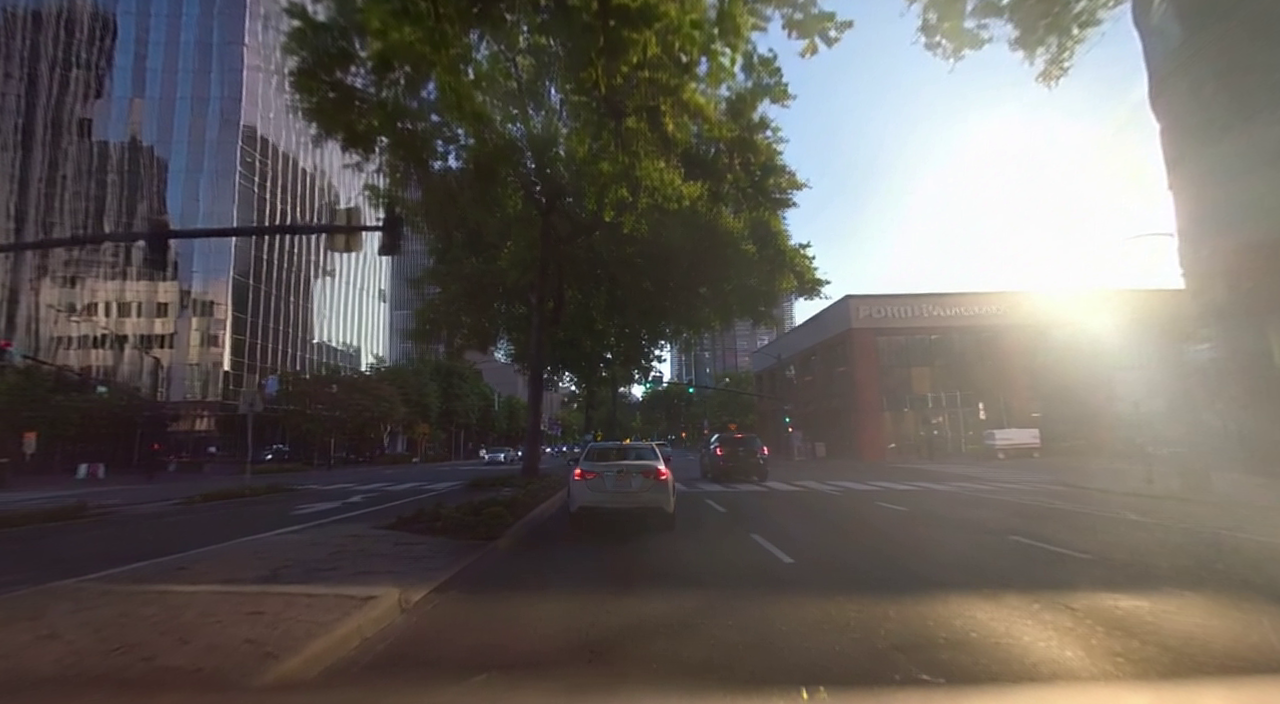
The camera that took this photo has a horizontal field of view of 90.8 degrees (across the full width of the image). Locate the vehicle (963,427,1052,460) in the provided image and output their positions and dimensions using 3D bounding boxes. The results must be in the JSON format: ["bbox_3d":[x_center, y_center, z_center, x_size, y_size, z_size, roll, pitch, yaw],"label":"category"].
[{"bbox_3d":[24.149,6.065,41.634,4.384,2.000,2.345,1,-11,-4],"label":"vehicle"}]

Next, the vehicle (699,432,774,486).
[{"bbox_3d":[3.425,3.860,23.310,2.078,1.799,4.089,1,-7,-1],"label":"vehicle"}]

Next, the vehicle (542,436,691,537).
[{"bbox_3d":[-0.375,2.208,11.147,2.144,1.398,3.963,1,-7,-1],"label":"vehicle"}]
